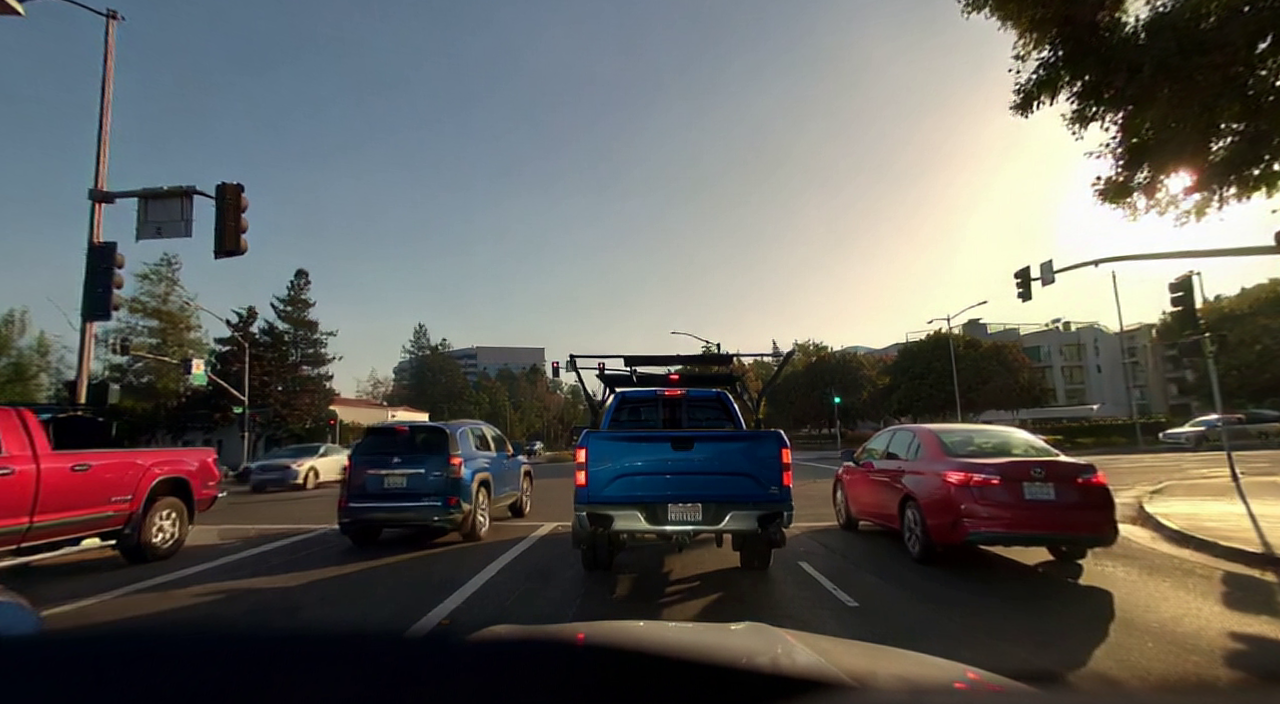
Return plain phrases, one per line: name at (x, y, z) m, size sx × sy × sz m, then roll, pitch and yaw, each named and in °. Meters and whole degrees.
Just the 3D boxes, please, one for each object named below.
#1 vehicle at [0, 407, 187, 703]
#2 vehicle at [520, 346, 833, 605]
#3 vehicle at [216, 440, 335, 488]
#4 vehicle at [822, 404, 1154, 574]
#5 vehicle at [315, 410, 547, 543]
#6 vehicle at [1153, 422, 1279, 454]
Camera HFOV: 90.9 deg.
vehicle at (-3.386, 0.738, 0.881) m, size 1.998 × 1.481 × 4.656 m, roll 0°, pitch -8°, yaw 1°
vehicle at (0.334, 1.334, 7.557) m, size 2.505 × 2.084 × 4.768 m, roll 0°, pitch -8°, yaw 1°
vehicle at (-16.147, 4.944, 28.363) m, size 2.109 × 1.936 × 5.330 m, roll 0°, pitch -8°, yaw 0°
vehicle at (4.058, 1.664, 8.398) m, size 1.984 × 1.659 × 4.226 m, roll 0°, pitch -8°, yaw 0°
vehicle at (-3.153, 2.007, 10.827) m, size 2.125 × 1.739 × 4.707 m, roll 0°, pitch -8°, yaw 3°
vehicle at (27.746, 4.126, 30.132) m, size 4.681 × 1.458 × 1.908 m, roll 0°, pitch -8°, yaw -1°
